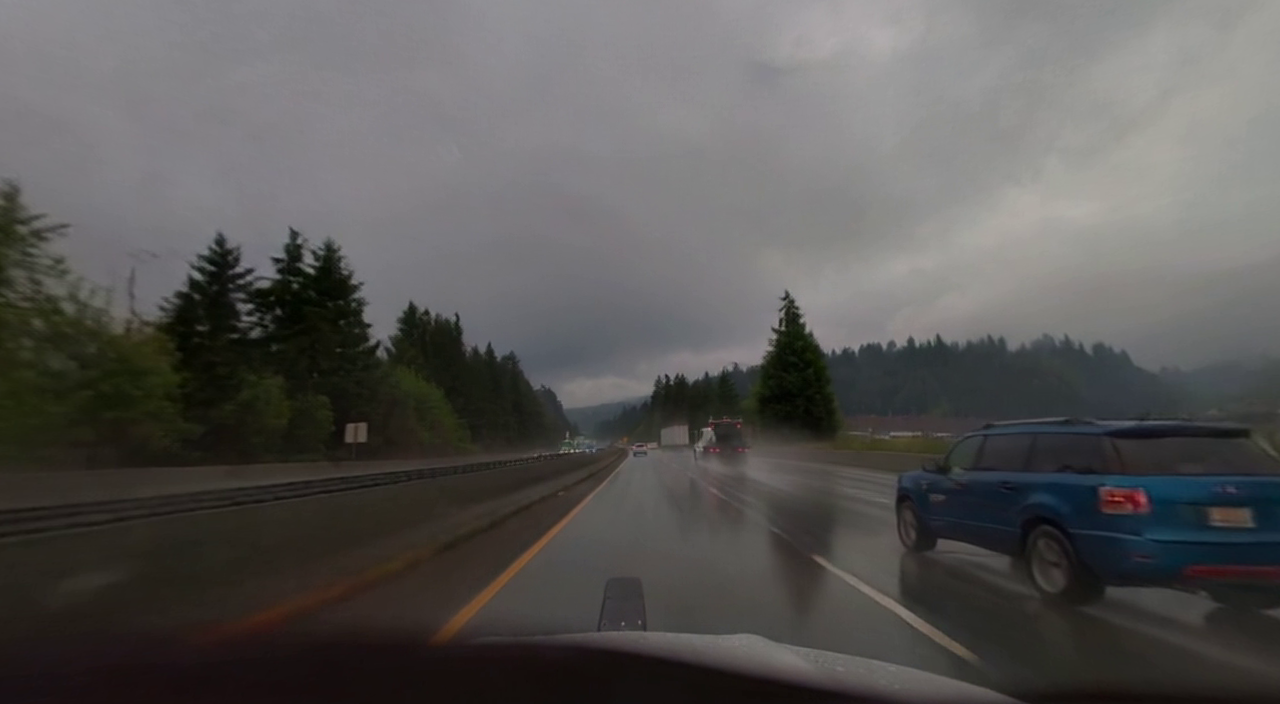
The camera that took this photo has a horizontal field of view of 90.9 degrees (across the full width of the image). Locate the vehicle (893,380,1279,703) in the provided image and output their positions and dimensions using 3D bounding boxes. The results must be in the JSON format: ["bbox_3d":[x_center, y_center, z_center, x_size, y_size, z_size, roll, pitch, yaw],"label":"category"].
[{"bbox_3d":[3.952,1.250,5.199,2.005,1.604,4.002,0,-9,0],"label":"vehicle"}]

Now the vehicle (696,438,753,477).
[{"bbox_3d":[3.826,4.894,29.320,2.022,1.658,4.132,0,-9,-1],"label":"vehicle"}]
